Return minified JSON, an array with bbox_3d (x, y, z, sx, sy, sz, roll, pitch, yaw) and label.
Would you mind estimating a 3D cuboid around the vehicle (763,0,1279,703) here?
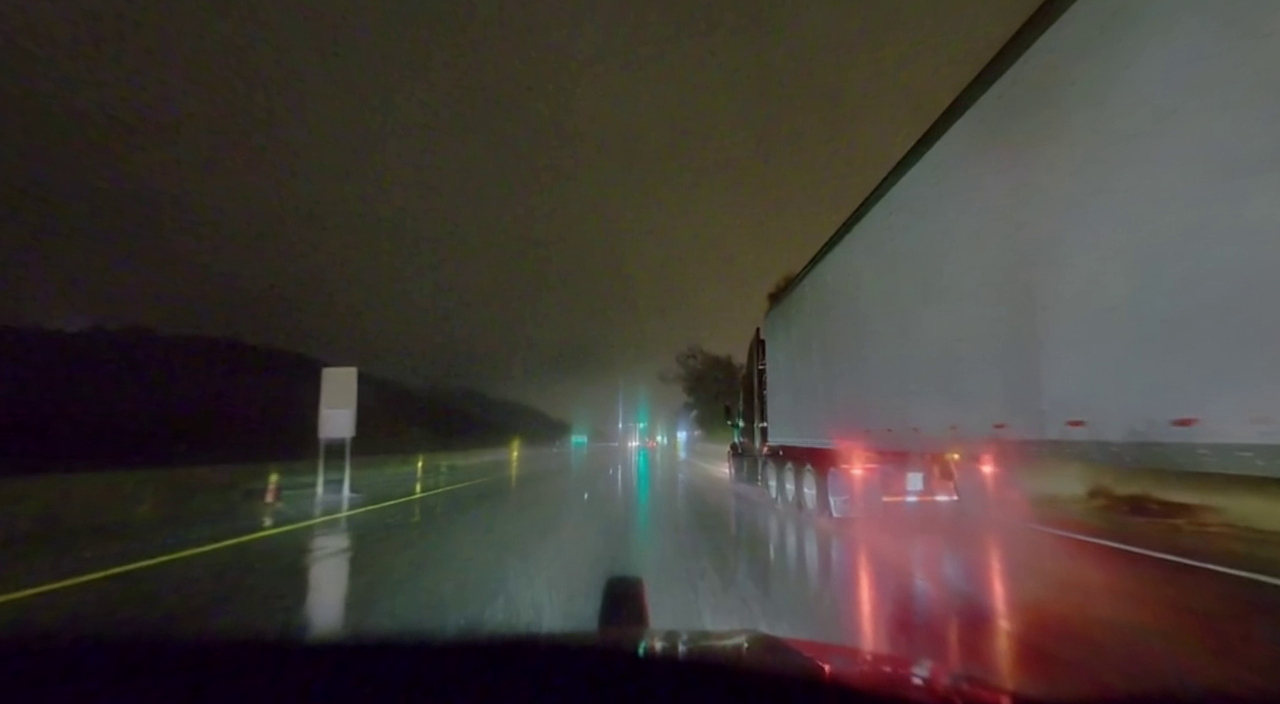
[{"bbox_3d":[3.966,0.084,5.577,2.933,4.100,14.317,0,-8,0],"label":"vehicle"}]
